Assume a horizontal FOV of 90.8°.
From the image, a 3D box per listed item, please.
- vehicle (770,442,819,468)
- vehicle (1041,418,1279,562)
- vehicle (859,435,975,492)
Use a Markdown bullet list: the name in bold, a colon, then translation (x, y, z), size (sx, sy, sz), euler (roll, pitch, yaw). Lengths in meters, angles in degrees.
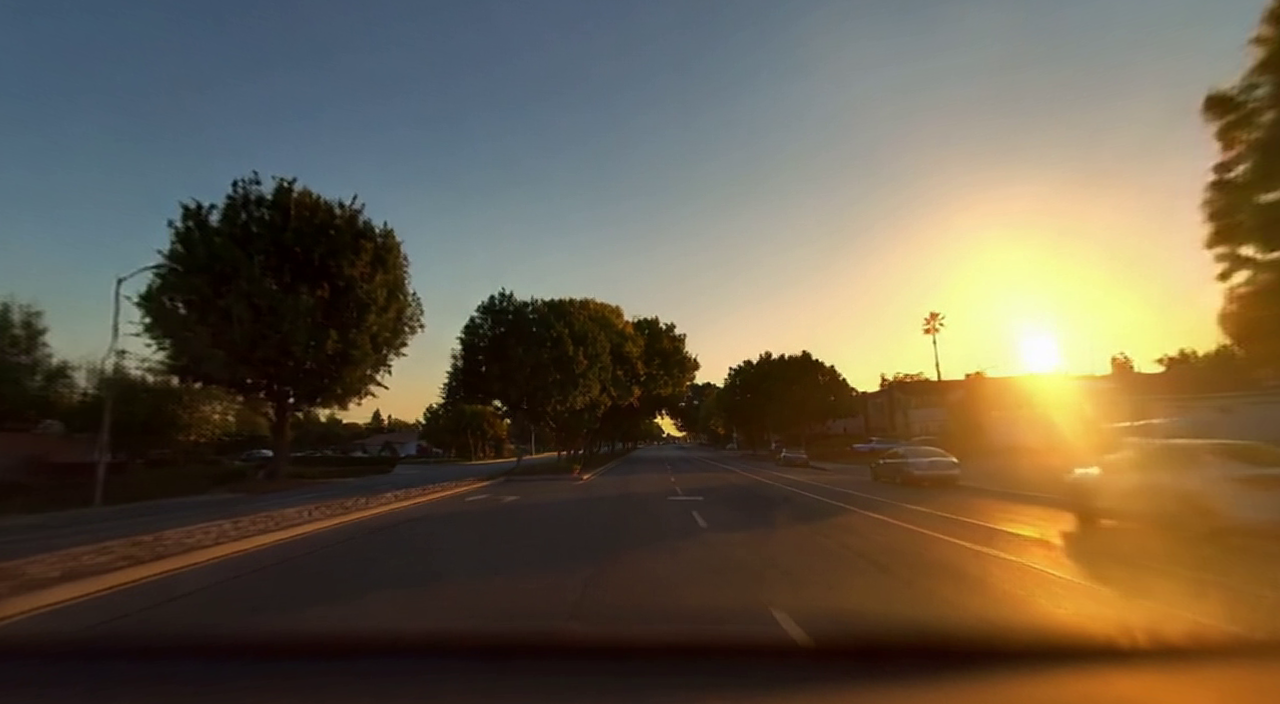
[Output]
- **vehicle**: translation (9.769, 6.530, 40.224), size (2.076, 1.547, 4.398), euler (0, -9, 1)
- **vehicle**: translation (8.833, 1.973, 9.704), size (2.192, 1.714, 4.885), euler (-1, -9, 1)
- **vehicle**: translation (9.323, 3.788, 21.767), size (1.990, 1.728, 4.597), euler (-1, -9, 1)
